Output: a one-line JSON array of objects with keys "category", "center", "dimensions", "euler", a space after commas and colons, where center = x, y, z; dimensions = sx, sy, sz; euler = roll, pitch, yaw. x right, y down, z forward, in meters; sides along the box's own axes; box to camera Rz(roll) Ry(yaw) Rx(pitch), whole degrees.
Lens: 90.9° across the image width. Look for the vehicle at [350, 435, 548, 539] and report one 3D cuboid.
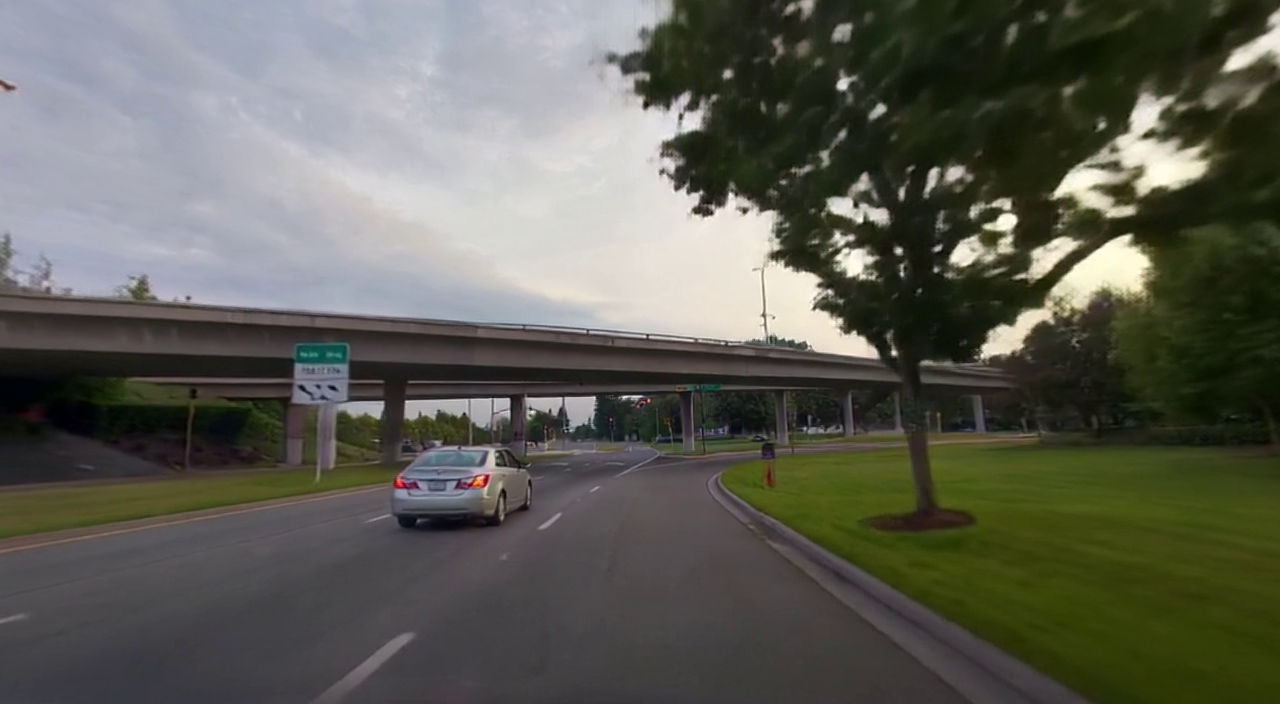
[{"category": "vehicle", "center": [-3.056, 2.280, 11.301], "dimensions": [1.963, 1.460, 4.614], "euler": [0, -9, 2]}]
